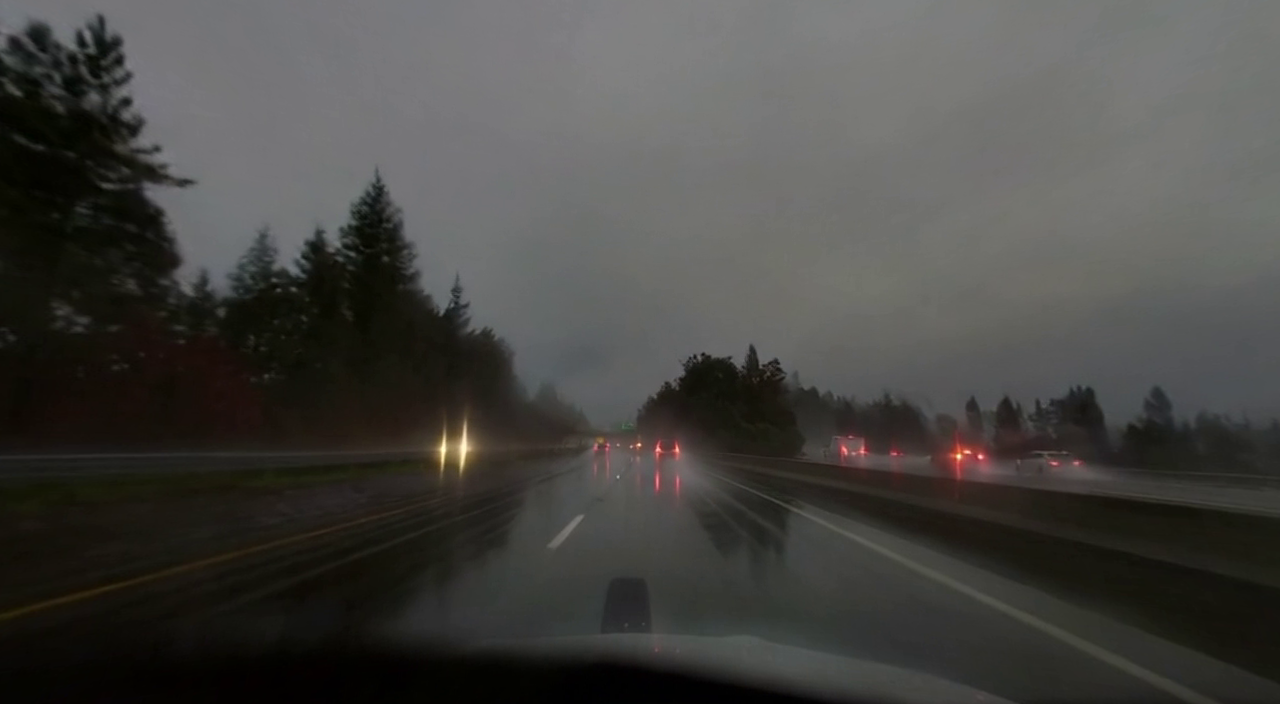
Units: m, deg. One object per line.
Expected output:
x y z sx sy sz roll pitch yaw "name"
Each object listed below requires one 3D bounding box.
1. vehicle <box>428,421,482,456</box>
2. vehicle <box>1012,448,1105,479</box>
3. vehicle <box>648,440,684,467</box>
-14.233 6.729 48.870 2.284 2.508 5.912 0 -8 1 "vehicle"
23.072 6.127 34.869 1.938 1.534 4.006 2 -8 -11 "vehicle"
1.479 6.005 37.415 1.966 1.542 3.979 0 -8 0 "vehicle"
